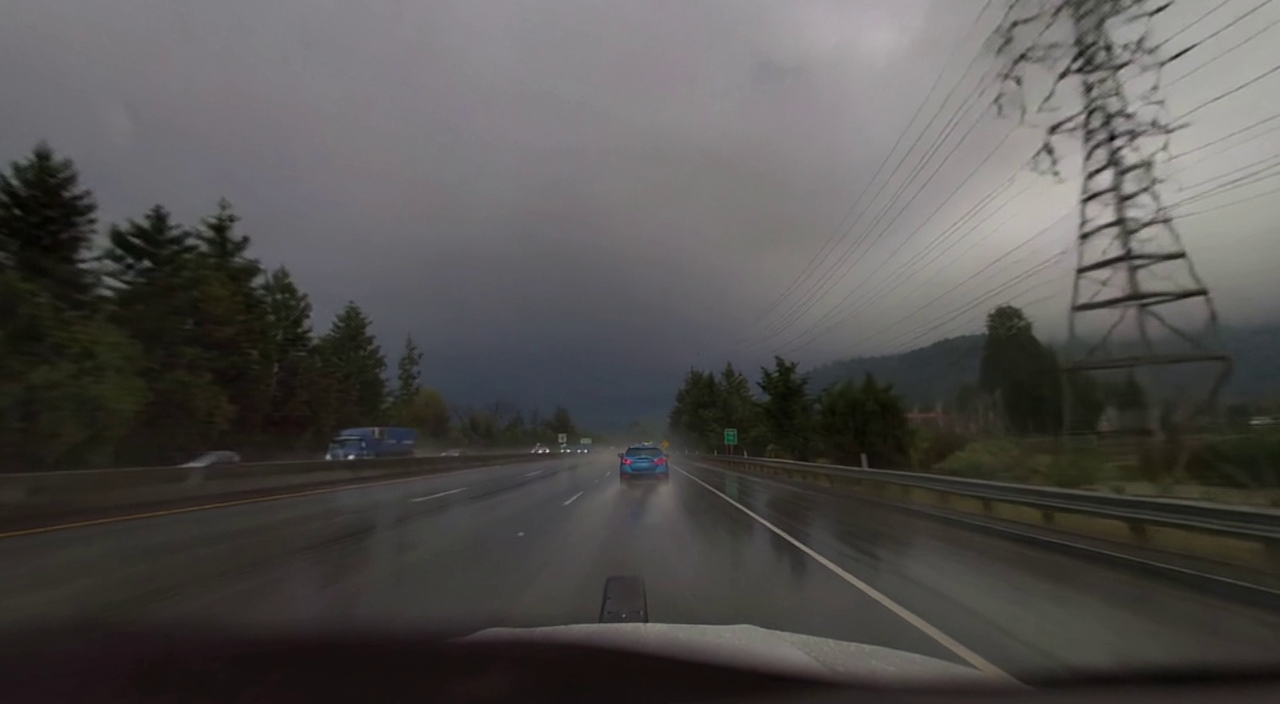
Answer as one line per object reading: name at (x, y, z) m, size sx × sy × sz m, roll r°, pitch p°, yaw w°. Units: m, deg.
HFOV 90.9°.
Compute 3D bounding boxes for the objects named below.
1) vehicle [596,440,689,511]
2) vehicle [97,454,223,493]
vehicle at (0.039, 2.960, 15.568) m, size 1.966 × 1.499 × 4.298 m, roll 0°, pitch -9°, yaw 0°
vehicle at (-20.041, 5.075, 26.590) m, size 1.880 × 1.463 × 4.298 m, roll 0°, pitch -9°, yaw 1°
